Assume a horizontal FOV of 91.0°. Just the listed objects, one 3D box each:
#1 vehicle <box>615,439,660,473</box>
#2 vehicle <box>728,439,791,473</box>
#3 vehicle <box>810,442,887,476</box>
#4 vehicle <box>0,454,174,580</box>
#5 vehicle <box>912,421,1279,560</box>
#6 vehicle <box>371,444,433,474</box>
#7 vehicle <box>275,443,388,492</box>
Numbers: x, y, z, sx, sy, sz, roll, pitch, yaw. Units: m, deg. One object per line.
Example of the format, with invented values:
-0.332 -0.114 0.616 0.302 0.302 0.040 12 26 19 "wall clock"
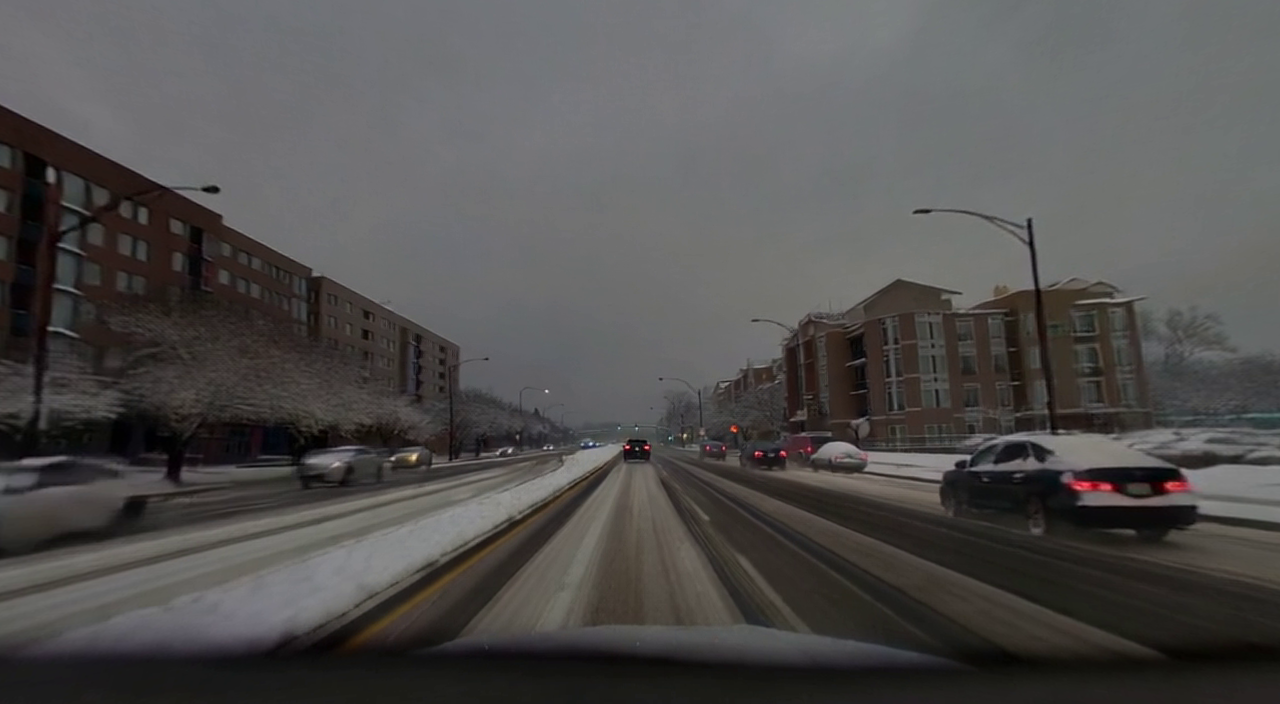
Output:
-0.147 5.168 31.519 2.106 1.553 3.964 0 -9 0 "vehicle"
5.773 5.071 30.823 2.154 1.554 4.149 0 -9 -2 "vehicle"
9.972 5.150 30.542 2.089 1.508 4.323 -1 -9 -2 "vehicle"
-8.386 2.031 7.905 1.869 1.419 4.183 0 -9 -1 "vehicle"
6.301 1.948 9.668 2.121 1.557 4.898 0 -9 1 "vehicle"
-15.410 6.938 40.999 2.216 1.797 4.487 0 -9 0 "vehicle"
-11.753 4.398 24.421 2.036 1.697 4.680 0 -9 0 "vehicle"
